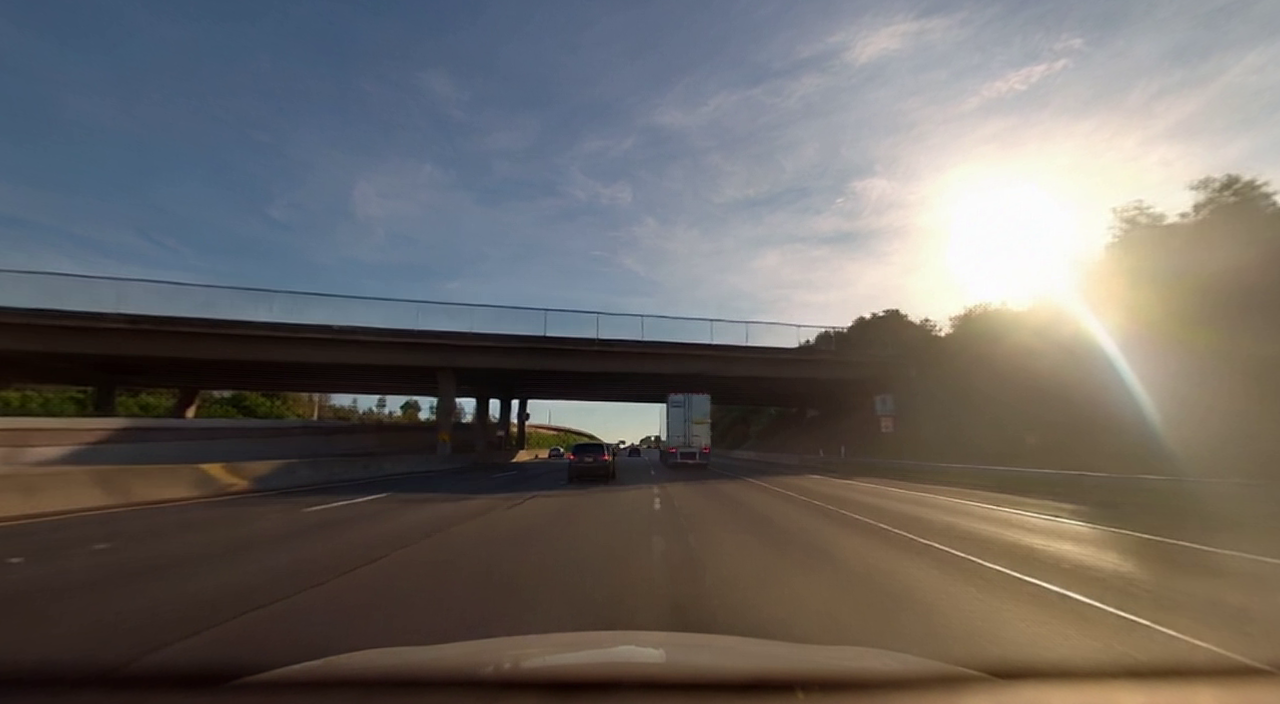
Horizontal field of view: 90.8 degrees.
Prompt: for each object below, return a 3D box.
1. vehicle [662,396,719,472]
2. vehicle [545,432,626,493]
[{"bbox_3d":[2.902,5.181,39.198,2.964,4.063,10.072,0,-9,2],"label":"vehicle"},{"bbox_3d":[-1.606,3.497,20.267,2.077,1.716,4.514,0,-9,2],"label":"vehicle"}]
